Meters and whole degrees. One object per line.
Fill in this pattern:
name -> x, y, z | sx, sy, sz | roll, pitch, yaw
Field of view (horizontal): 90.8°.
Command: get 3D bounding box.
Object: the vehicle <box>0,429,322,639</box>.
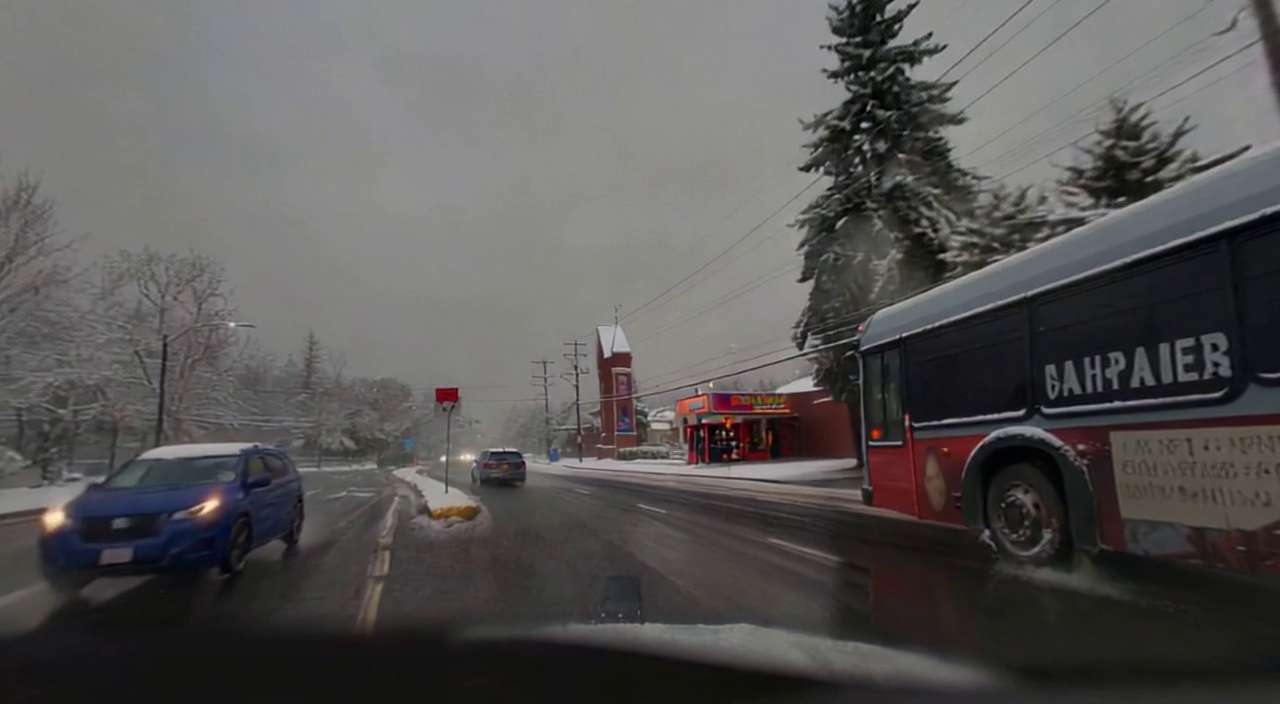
vehicle -> -5.164, 1.765, 7.173 | 2.060, 1.624, 4.179 | 2, -9, -18

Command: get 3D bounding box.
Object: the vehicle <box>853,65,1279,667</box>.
vehicle -> 5.187, -0.050, 2.878 | 3.028, 3.353, 12.630 | 0, -9, -5

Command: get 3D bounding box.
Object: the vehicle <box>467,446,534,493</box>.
vehicle -> -5.552, 4.550, 24.777 | 2.032, 1.621, 4.082 | 2, -9, -20
